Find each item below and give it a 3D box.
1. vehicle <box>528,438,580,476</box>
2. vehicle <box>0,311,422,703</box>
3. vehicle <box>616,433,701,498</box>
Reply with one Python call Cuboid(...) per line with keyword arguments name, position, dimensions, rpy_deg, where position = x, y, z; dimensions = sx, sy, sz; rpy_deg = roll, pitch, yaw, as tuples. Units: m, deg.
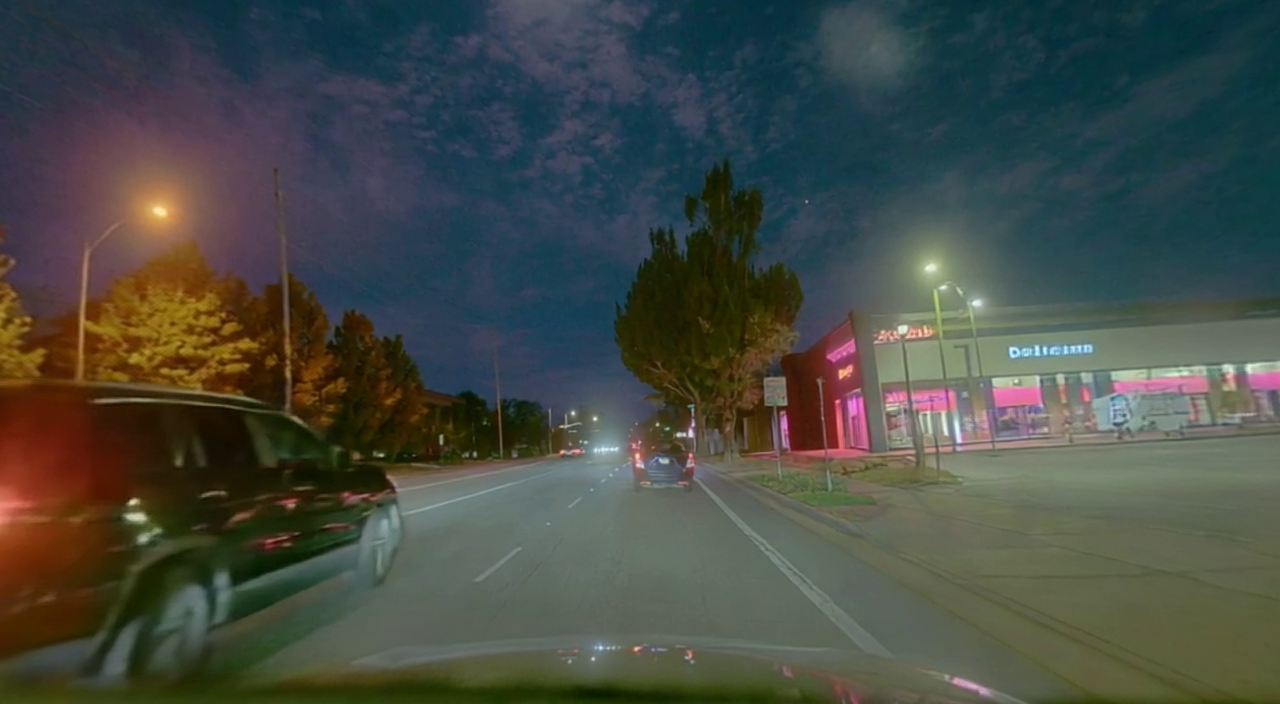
Cuboid(name="vehicle", position=(-4.086, 5.029, 30.568), dimensions=(1.862, 1.694, 4.315), rpy_deg=(0, -8, 0))
Cuboid(name="vehicle", position=(-3.494, 1.024, 4.214), dimensions=(2.064, 1.859, 5.154), rpy_deg=(0, -8, 2))
Cuboid(name="vehicle", position=(0.428, 3.145, 17.920), dimensions=(2.108, 1.612, 4.246), rpy_deg=(0, -8, -1))
